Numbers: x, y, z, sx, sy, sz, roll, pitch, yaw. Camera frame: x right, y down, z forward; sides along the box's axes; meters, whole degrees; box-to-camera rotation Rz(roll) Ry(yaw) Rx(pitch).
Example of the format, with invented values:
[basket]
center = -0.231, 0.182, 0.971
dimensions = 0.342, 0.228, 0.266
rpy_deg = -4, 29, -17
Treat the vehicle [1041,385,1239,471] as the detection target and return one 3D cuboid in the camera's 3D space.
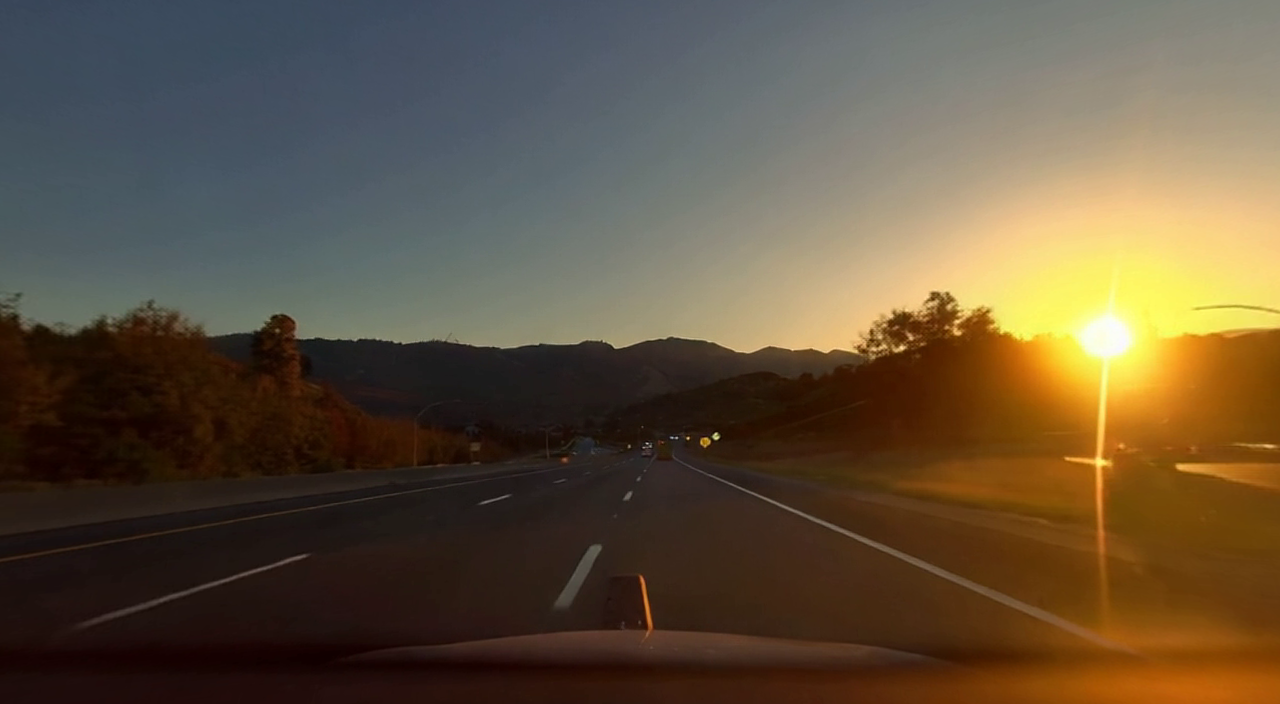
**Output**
[vehicle]
center = 28.607, 4.798, 37.563
dimensions = 3.063, 4.060, 14.922
rpy_deg = -2, -9, 14
